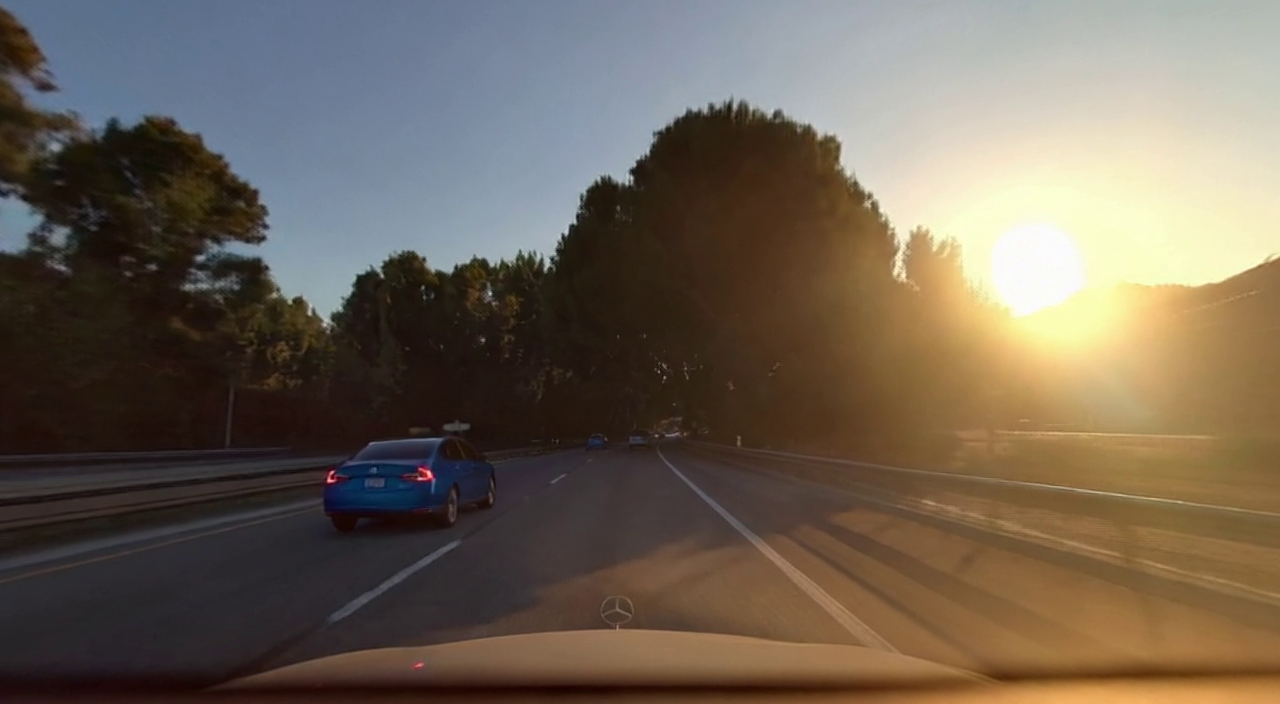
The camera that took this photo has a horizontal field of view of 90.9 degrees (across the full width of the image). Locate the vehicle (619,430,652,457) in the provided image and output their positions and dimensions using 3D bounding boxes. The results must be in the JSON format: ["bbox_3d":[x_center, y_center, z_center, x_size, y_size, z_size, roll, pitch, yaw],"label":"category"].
[{"bbox_3d":[-0.352,5.922,40.988,2.041,1.618,3.898,0,-8,-1],"label":"vehicle"}]
